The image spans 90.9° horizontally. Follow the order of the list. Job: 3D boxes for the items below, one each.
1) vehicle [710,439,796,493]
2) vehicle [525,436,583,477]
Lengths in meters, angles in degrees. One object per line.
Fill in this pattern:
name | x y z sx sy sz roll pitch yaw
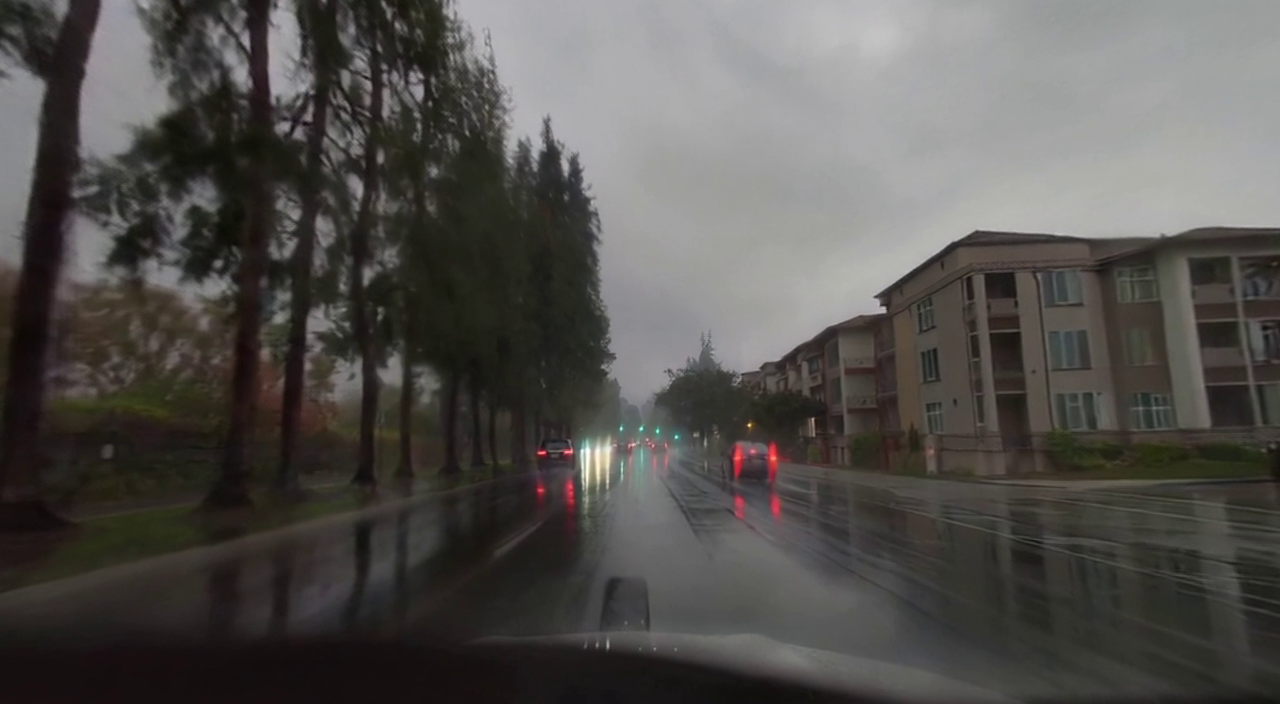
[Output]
vehicle | 3.462 3.578 20.146 1.945 1.530 4.320 0 -8 0
vehicle | -4.058 5.026 30.548 2.216 1.828 4.886 0 -8 -1
